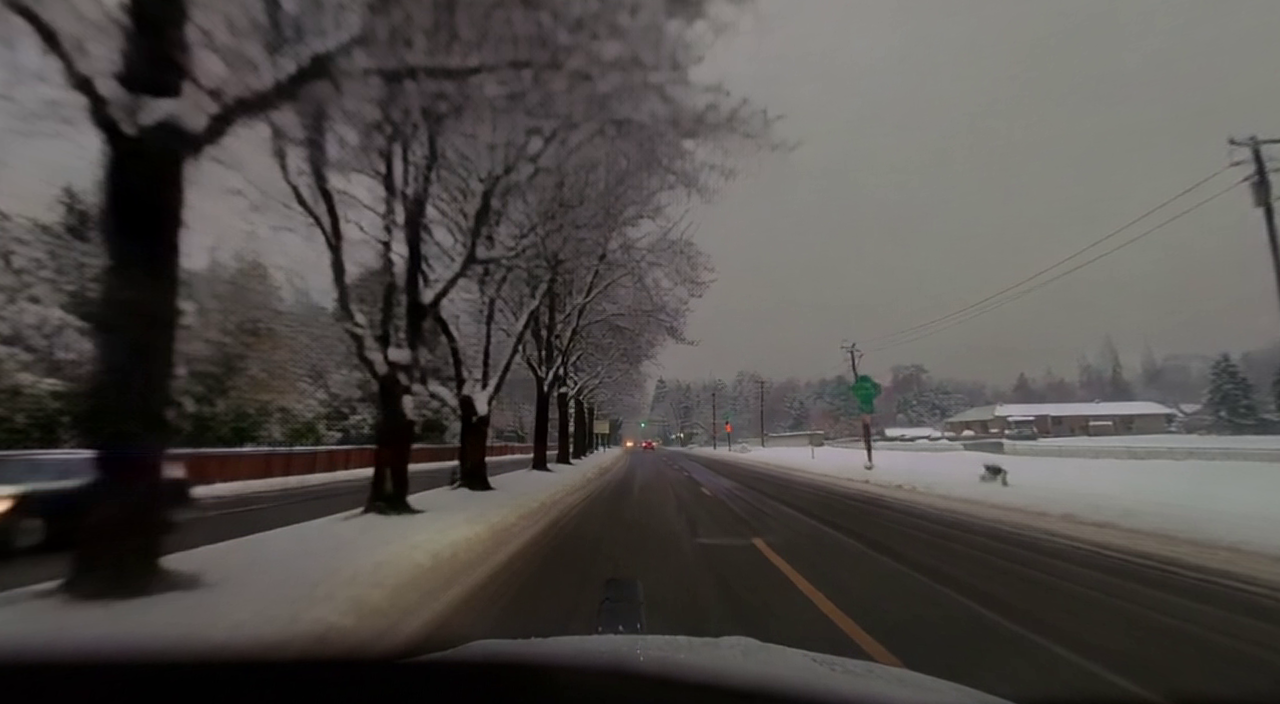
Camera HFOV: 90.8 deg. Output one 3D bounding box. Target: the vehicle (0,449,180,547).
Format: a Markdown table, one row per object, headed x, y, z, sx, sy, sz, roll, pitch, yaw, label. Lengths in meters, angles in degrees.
| x | y | z | sx | sy | sz | roll | pitch | yaw | label |
| --- | --- | --- | --- | --- | --- | --- | --- | --- | --- |
| -10.802 | 2.500 | 11.288 | 1.825 | 1.473 | 4.357 | 0 | -8 | 1 | vehicle |
